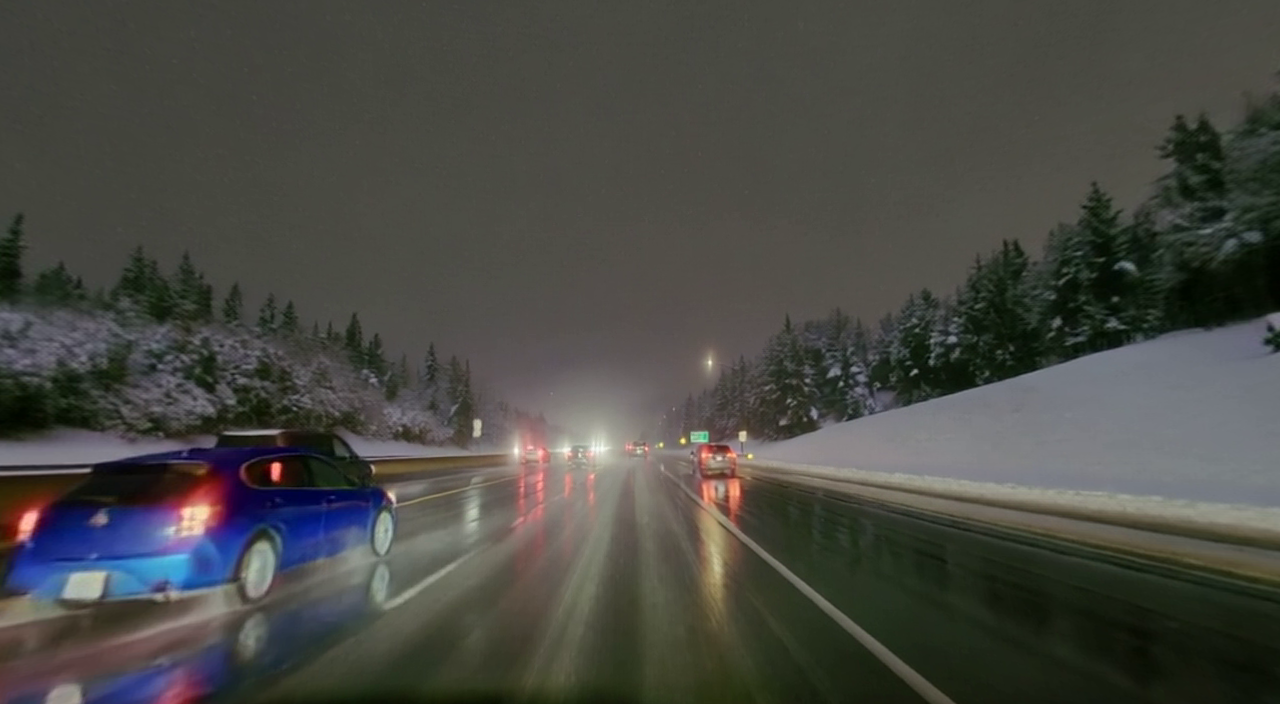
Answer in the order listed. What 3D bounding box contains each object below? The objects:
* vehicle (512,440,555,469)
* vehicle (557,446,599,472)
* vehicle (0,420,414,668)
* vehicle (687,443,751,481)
[{"bbox_3d":[-6.996,6.789,41.836,2.111,1.811,4.391,0,-9,0],"label":"vehicle"},{"bbox_3d":[-3.707,6.444,38.150,2.071,1.478,4.130,0,-9,1],"label":"vehicle"},{"bbox_3d":[-4.038,1.524,6.140,1.988,1.506,4.416,0,-9,0],"label":"vehicle"},{"bbox_3d":[3.293,4.713,27.233,2.141,1.507,4.510,0,-9,-1],"label":"vehicle"}]
